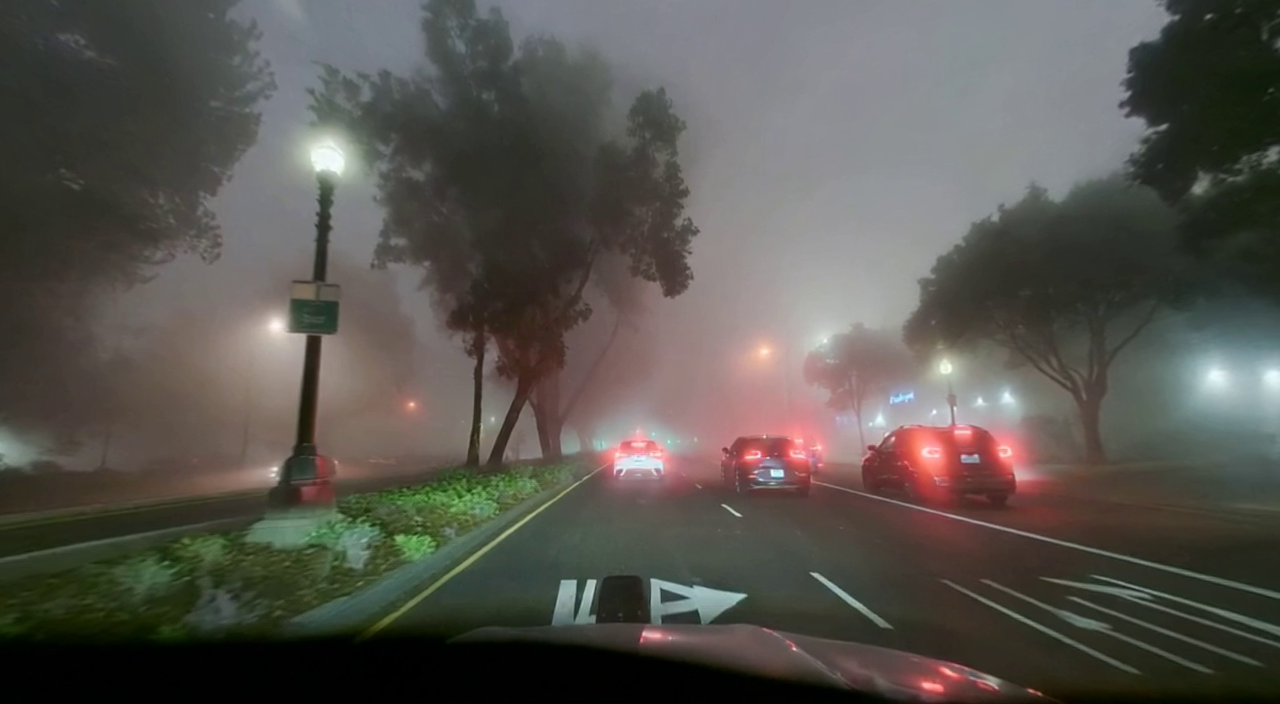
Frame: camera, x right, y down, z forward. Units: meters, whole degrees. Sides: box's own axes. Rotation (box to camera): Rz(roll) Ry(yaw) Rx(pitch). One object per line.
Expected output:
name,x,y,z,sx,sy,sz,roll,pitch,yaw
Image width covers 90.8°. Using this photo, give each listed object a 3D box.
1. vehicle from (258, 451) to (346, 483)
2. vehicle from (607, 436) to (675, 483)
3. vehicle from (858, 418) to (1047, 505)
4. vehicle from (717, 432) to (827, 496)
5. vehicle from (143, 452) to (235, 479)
vehicle,-17.476,5.956,32.951,2.069,1.460,4.716,0,-8,-1
vehicle,0.008,3.633,21.643,2.101,1.444,4.248,0,-8,-1
vehicle,7.073,2.550,15.061,2.052,1.708,4.842,0,-8,0
vehicle,3.375,2.970,17.100,1.993,1.477,4.240,0,-8,-1
vehicle,-29.920,7.506,41.964,4.559,1.663,2.059,-1,-8,3
